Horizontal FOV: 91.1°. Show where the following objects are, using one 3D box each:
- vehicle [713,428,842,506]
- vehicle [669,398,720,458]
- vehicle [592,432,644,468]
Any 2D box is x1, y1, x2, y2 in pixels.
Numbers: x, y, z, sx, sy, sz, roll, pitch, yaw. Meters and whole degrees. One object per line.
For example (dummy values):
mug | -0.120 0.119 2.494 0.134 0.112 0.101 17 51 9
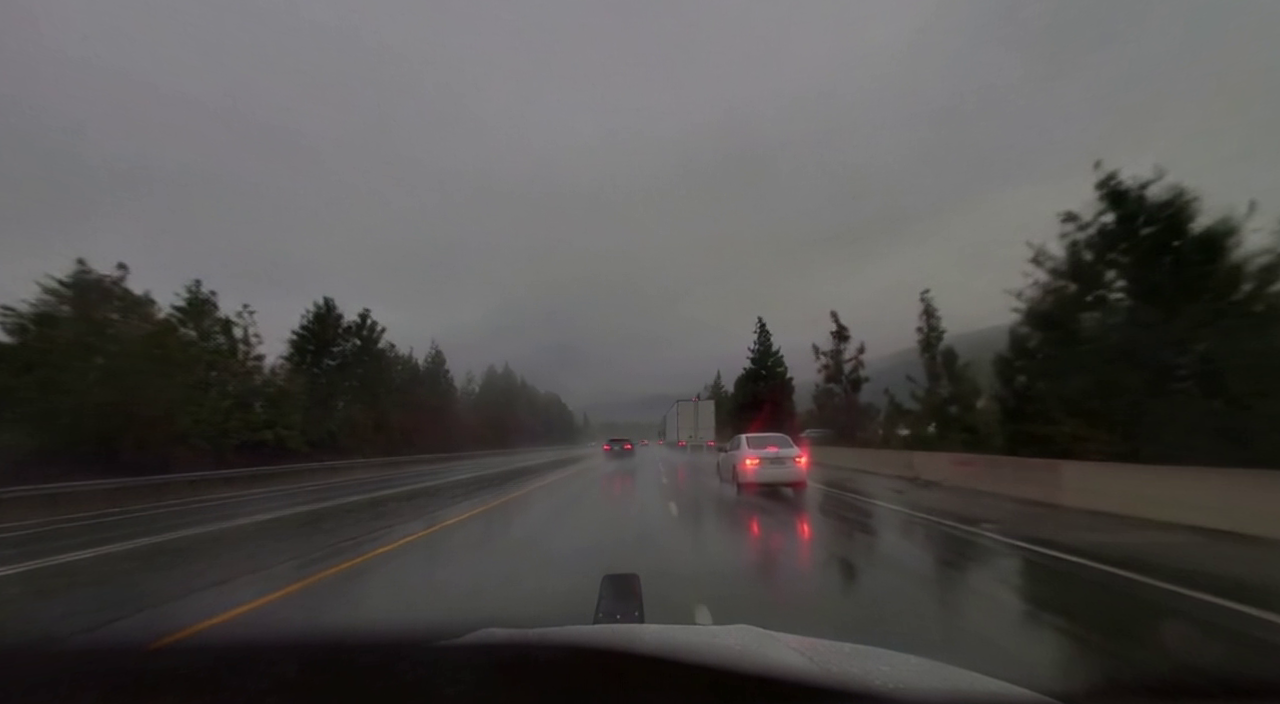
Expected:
vehicle | 2.995 2.586 14.736 2.072 1.534 4.300 0 -8 0
vehicle | 3.952 5.994 48.898 2.919 4.004 13.911 0 -8 1
vehicle | -0.968 4.703 30.509 2.192 1.623 4.887 0 -8 1
